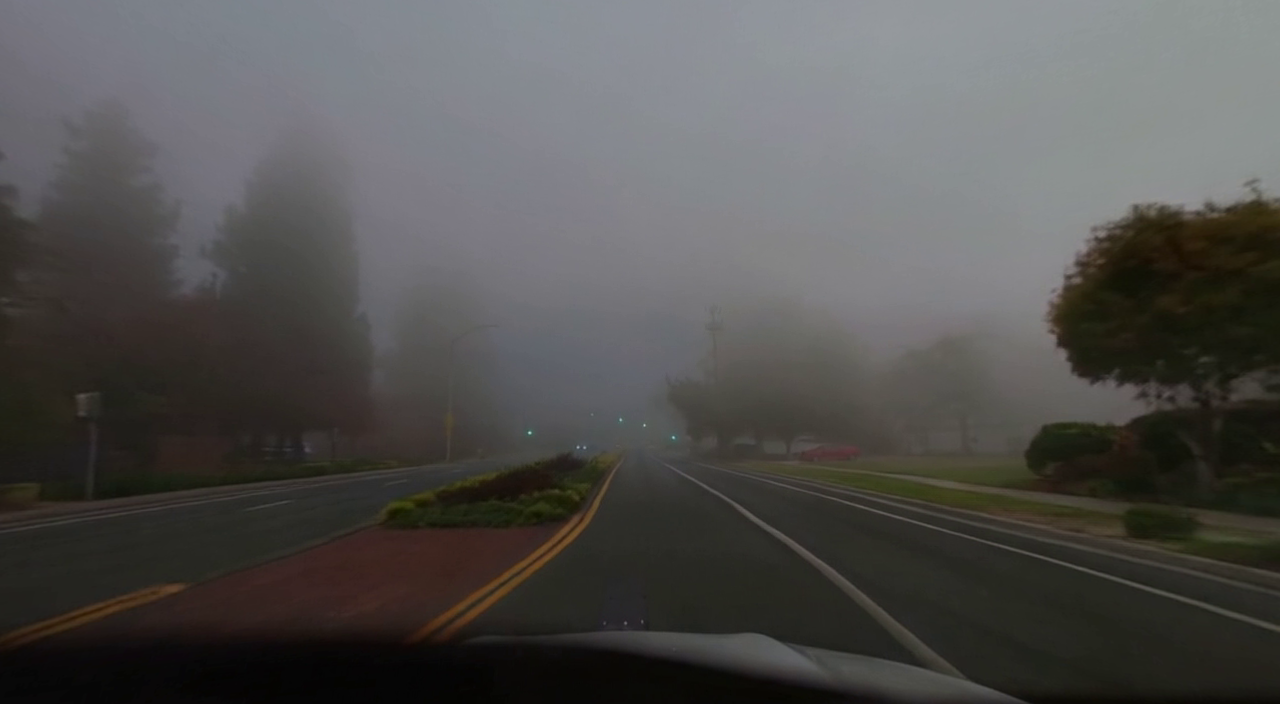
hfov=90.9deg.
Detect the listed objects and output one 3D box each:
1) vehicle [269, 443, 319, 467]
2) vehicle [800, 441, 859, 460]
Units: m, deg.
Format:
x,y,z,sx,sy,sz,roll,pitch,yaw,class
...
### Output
x,y,z,sx,sy,sz,roll,pitch,yaw,class
-25.051,7.490,45.825,1.958,1.668,4.701,3,-9,-14,vehicle
14.723,7.650,49.037,4.253,1.397,1.717,-3,-9,17,vehicle
